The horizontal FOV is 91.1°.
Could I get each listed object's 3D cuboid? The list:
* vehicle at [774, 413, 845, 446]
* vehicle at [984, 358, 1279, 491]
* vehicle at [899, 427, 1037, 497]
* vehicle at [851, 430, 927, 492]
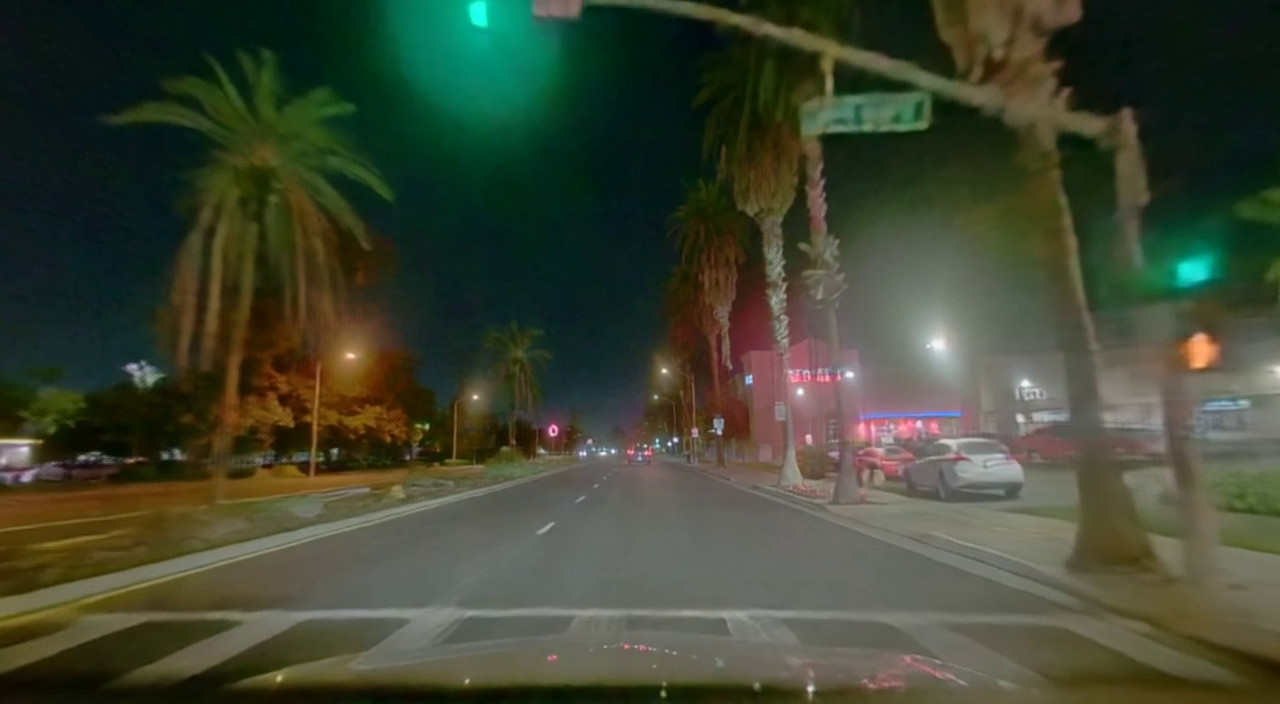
[{"bbox_3d":[11.865,5.487,43.796,5.186,2.000,2.226,10,-13,-41],"label":"vehicle"},{"bbox_3d":[15.907,2.628,21.009,2.814,3.328,10.467,0,-9,0],"label":"vehicle"},{"bbox_3d":[9.529,3.268,18.642,1.655,1.820,3.969,1,-10,-5],"label":"vehicle"},{"bbox_3d":[9.546,4.343,24.448,1.917,1.876,4.629,-6,-16,12],"label":"vehicle"}]
